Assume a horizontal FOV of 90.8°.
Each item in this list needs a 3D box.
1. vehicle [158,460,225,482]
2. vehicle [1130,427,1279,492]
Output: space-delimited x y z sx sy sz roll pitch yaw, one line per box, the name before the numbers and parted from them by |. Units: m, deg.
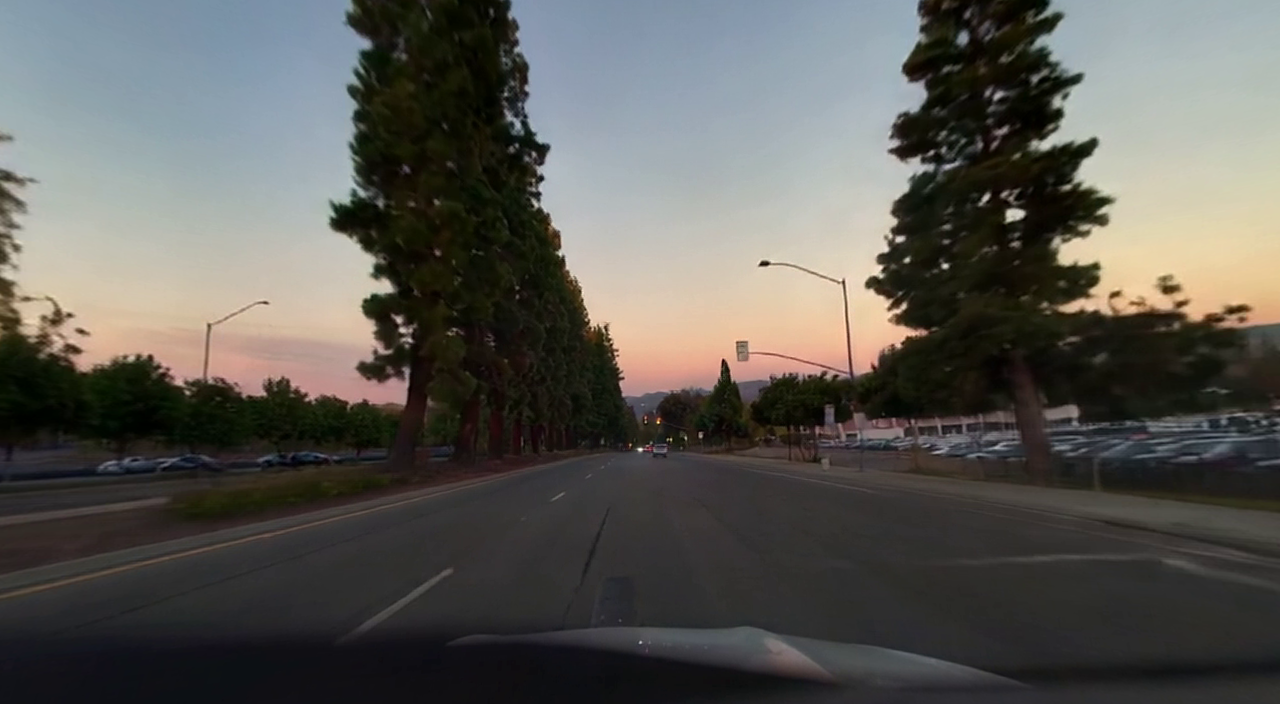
vehicle | -35.379 9.391 49.895 4.028 1.534 1.716 -3 -9 3
vehicle | 17.432 3.154 18.653 4.199 1.775 1.943 0 -8 2
